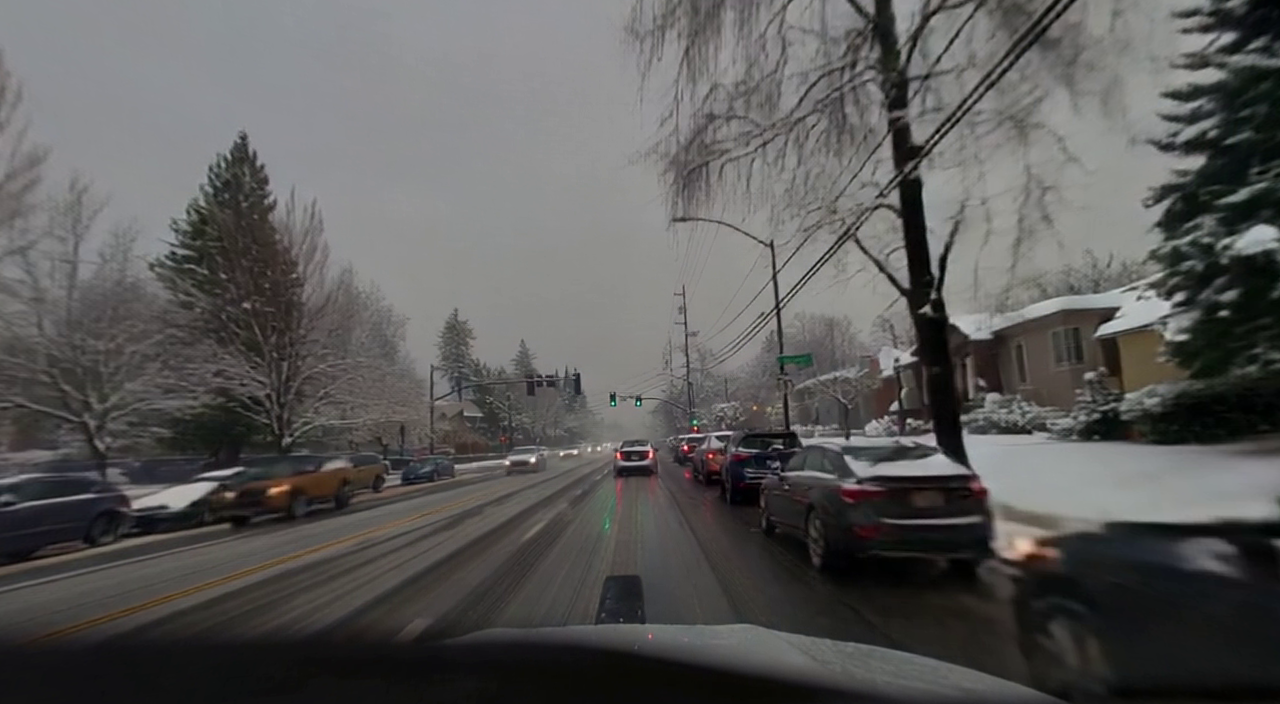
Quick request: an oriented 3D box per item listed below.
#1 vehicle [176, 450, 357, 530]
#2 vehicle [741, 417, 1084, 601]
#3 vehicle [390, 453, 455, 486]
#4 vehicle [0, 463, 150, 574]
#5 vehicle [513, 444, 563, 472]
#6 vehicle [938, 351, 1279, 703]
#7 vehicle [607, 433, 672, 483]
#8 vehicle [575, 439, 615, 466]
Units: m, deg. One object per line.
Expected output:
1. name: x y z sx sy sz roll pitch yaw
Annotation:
1. vehicle: -9.017 3.316 15.771 1.918 1.648 4.163 0 -8 0
2. vehicle: 2.637 1.642 7.612 2.030 1.505 4.626 0 -8 0
3. vehicle: -12.076 6.543 35.417 2.070 1.610 4.356 0 -8 1
4. vehicle: -12.194 3.169 11.843 1.979 1.815 5.139 -6 -8 0
5. vehicle: -5.803 6.086 36.451 1.987 1.478 4.693 0 -8 1
6. vehicle: 2.656 0.701 1.060 2.079 1.552 4.642 0 -8 1
7. vehicle: -0.013 3.682 22.233 2.041 1.575 4.304 0 -8 0
8. vehicle: -2.737 6.214 39.211 2.117 1.528 4.277 0 -8 1
